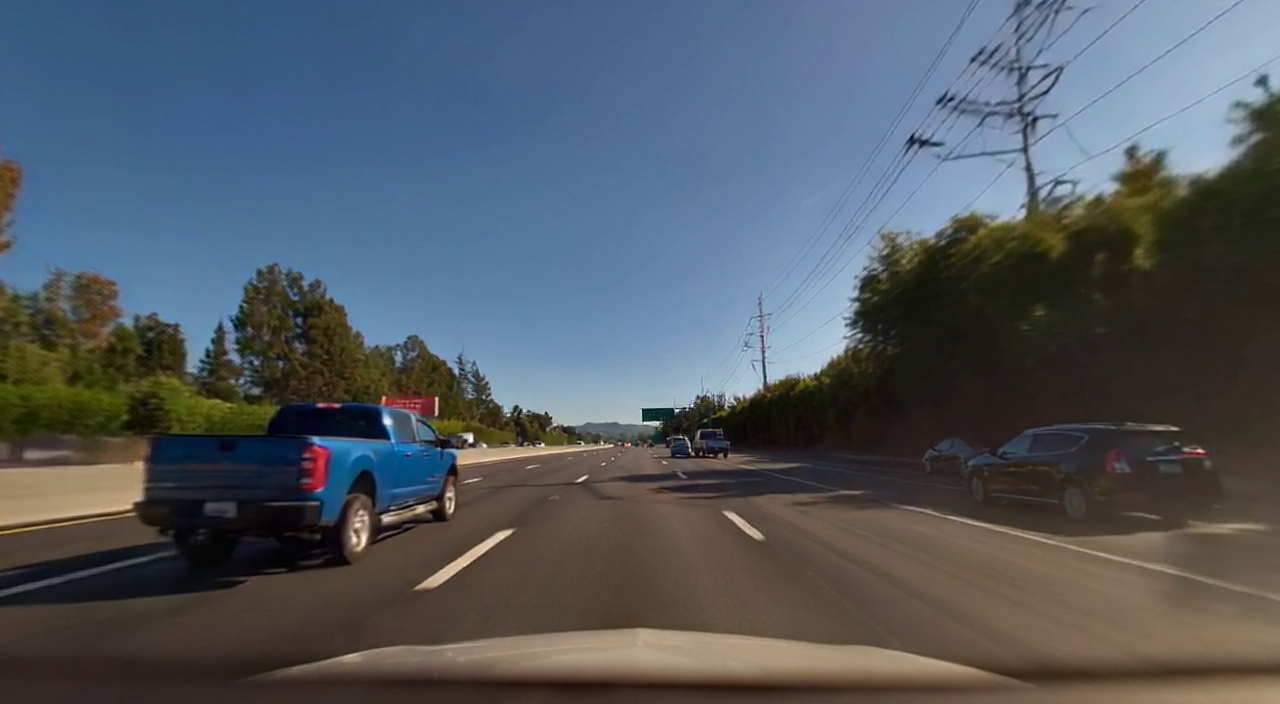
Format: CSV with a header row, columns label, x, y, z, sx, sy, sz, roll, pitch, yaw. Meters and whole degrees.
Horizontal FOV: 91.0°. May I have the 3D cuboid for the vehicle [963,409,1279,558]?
label,x,y,z,sx,sy,sz,roll,pitch,yaw
vehicle,6.961,1.794,9.307,1.976,1.646,4.370,0,-8,-1

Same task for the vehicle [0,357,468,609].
label,x,y,z,sx,sy,sz,roll,pitch,yaw
vehicle,-4.381,1.500,8.229,2.508,2.023,6.176,0,-8,0

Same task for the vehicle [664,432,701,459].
label,x,y,z,sx,sy,sz,roll,pitch,yaw
vehicle,3.320,7.424,49.970,2.484,2.024,5.265,0,-8,-1
